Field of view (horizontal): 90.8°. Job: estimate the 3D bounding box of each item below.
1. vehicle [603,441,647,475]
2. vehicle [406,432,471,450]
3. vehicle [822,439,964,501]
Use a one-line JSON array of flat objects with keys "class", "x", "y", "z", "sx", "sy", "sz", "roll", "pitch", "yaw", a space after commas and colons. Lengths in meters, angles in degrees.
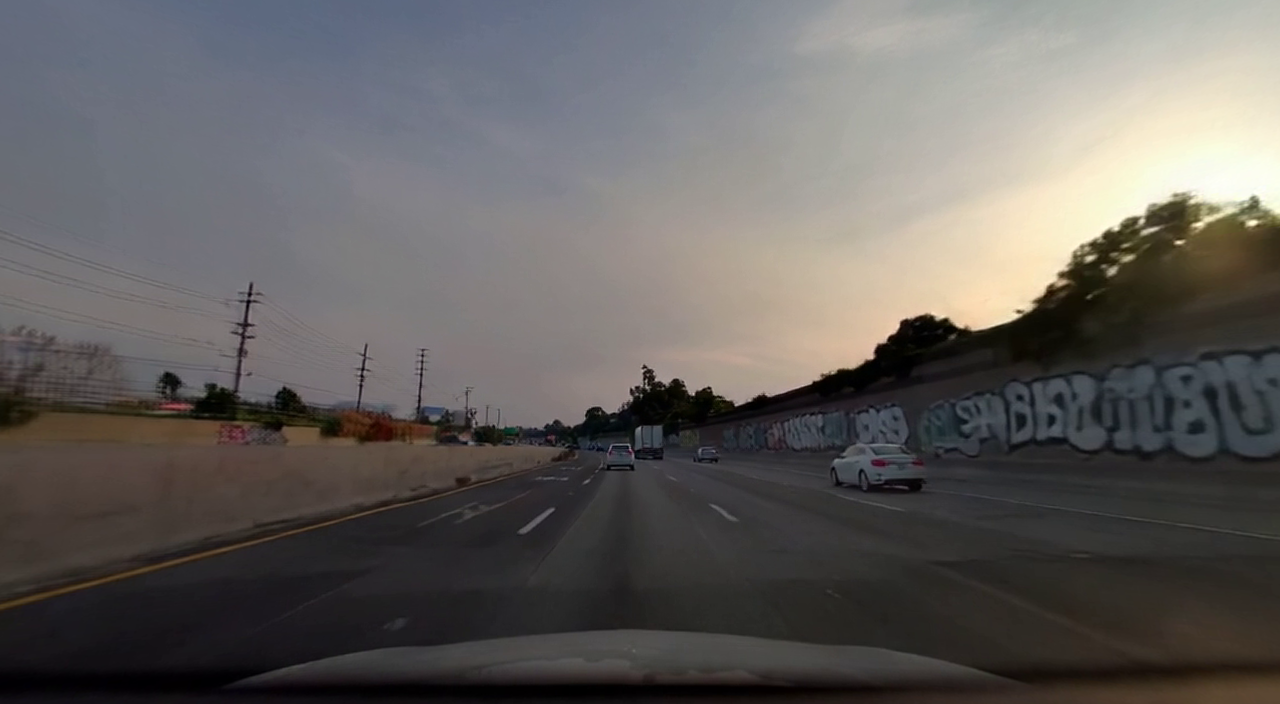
[{"class": "vehicle", "x": -0.803, "y": 5.560, "z": 33.284, "sx": 2.191, "sy": 1.685, "sz": 3.353, "roll": 0, "pitch": -9, "yaw": -1}, {"class": "vehicle", "x": -10.113, "y": 4.535, "z": 31.989, "sx": 1.953, "sy": 0.845, "sz": 4.123, "roll": 0, "pitch": -9, "yaw": 0}, {"class": "vehicle", "x": 7.004, "y": 3.300, "z": 18.143, "sx": 2.032, "sy": 1.525, "sz": 4.631, "roll": 0, "pitch": -9, "yaw": -1}]
